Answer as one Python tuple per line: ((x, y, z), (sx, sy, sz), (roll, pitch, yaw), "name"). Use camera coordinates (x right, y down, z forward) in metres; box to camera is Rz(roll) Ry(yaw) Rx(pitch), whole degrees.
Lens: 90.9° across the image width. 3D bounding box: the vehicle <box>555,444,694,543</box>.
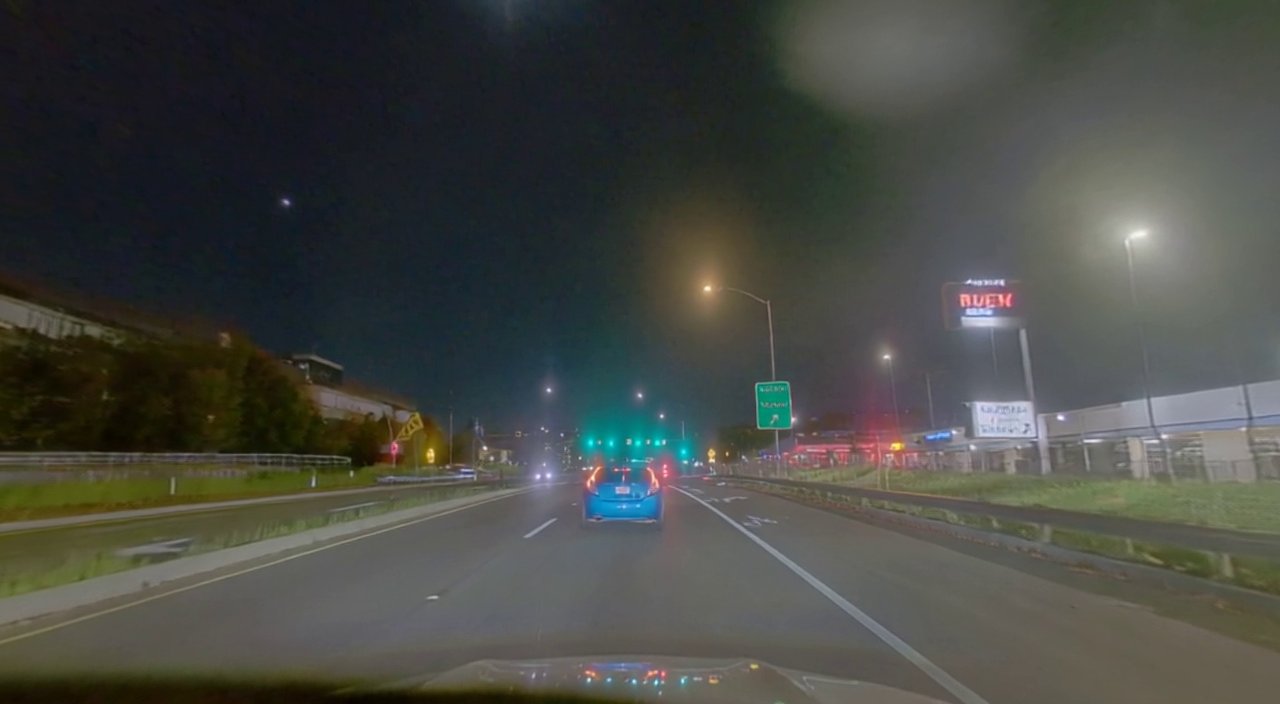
((-0.238, 2.415, 11.414), (2.063, 1.442, 3.933), (0, -9, 0), "vehicle")
